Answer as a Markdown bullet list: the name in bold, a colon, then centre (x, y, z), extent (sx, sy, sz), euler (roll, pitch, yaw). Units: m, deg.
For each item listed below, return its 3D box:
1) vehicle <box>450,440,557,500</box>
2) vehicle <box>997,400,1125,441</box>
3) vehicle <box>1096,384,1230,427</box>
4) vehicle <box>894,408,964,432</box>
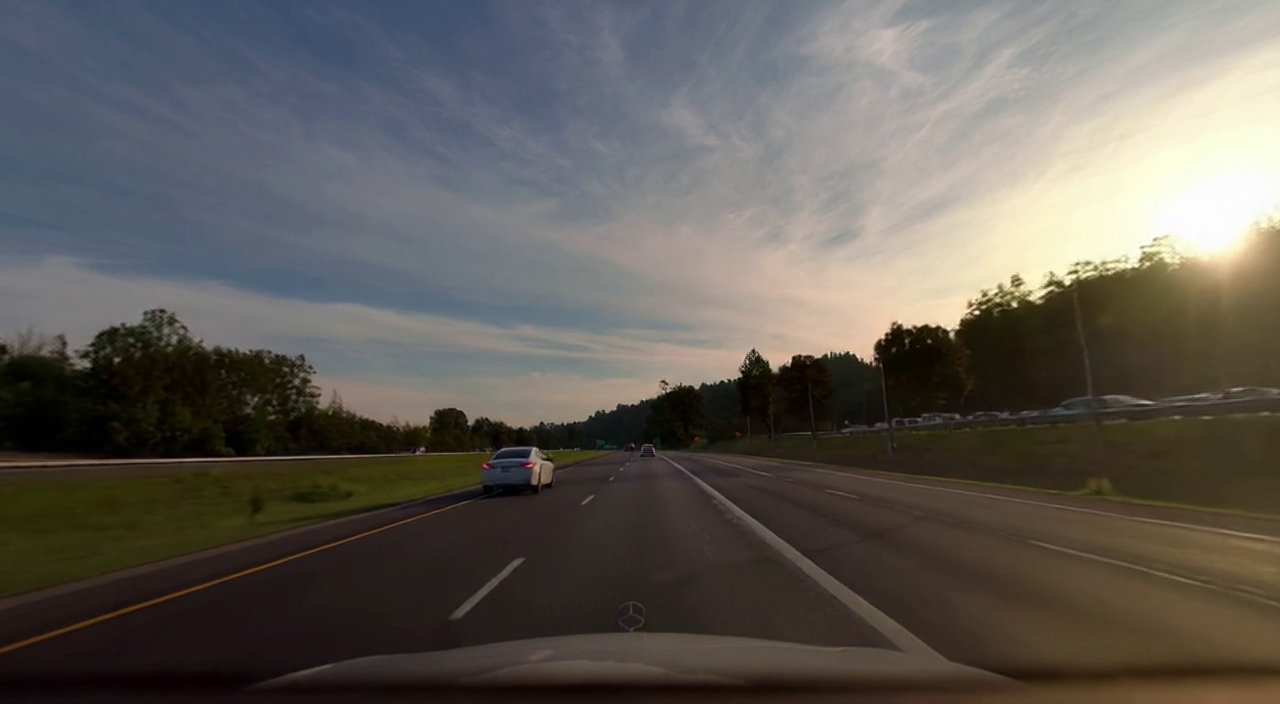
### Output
- **vehicle**: centre (-3.798, 3.369, 18.425), extent (2.021, 1.526, 4.385), euler (0, -8, 2)
- **vehicle**: centre (19.711, 3.285, 29.632), extent (4.728, 1.706, 1.975), euler (-7, -11, 36)
- **vehicle**: centre (20.947, 2.207, 25.465), extent (3.860, 1.519, 1.697), euler (-6, -10, 33)
- **vehicle**: centre (21.524, 5.098, 46.935), extent (4.459, 1.642, 1.856), euler (-5, -10, 30)
